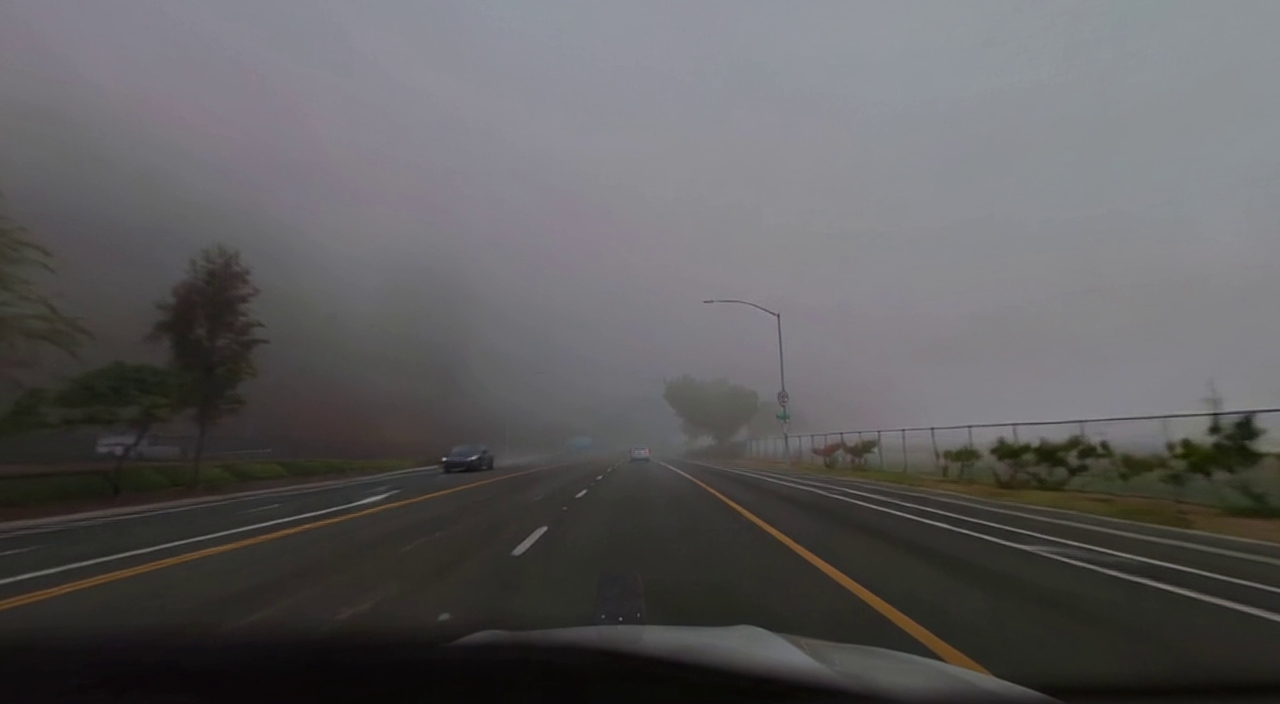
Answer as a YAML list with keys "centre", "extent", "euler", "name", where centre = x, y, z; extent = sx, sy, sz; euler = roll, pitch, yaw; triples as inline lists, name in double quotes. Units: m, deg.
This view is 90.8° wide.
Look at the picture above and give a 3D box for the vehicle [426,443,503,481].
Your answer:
- centre: [-7.543, 4.762, 27.655]
  extent: [2.055, 1.478, 4.842]
  euler: [0, -8, -1]
  name: "vehicle"
